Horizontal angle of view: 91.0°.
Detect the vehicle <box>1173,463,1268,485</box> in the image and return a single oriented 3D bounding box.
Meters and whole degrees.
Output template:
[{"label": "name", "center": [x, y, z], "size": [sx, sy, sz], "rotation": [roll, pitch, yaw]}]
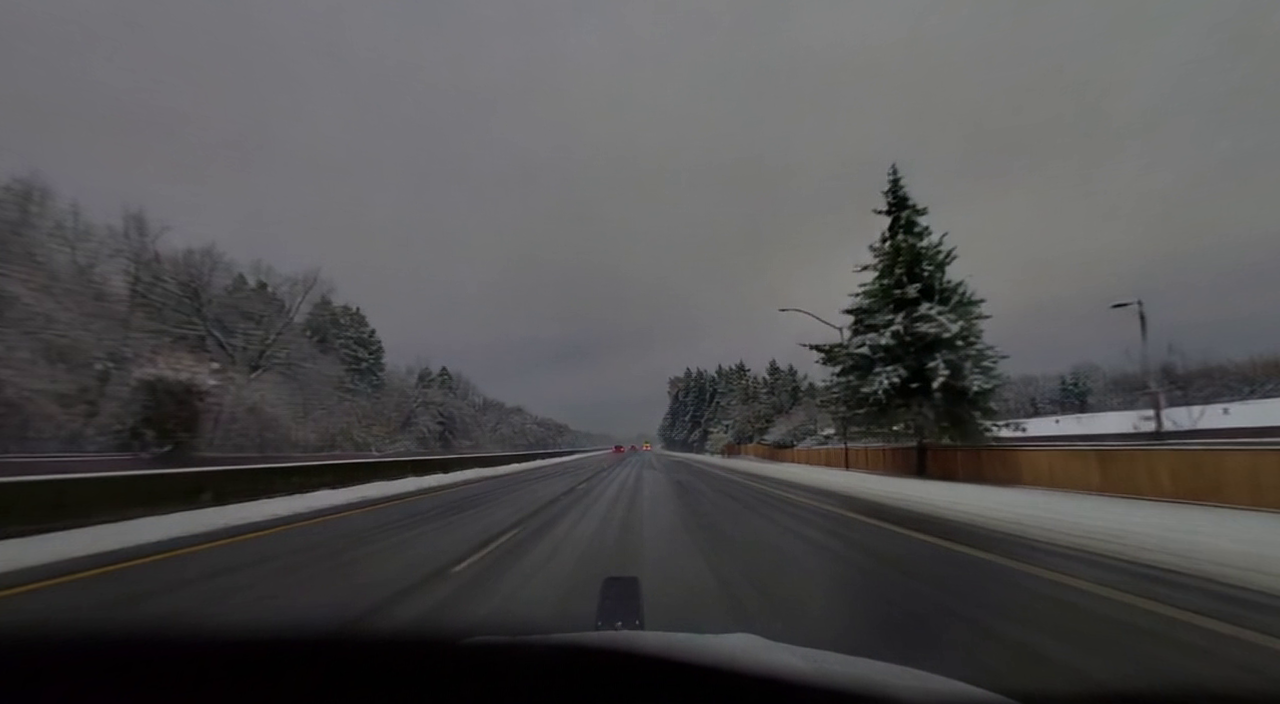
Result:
[{"label": "vehicle", "center": [43.308, 9.117, 47.102], "size": [4.674, 1.526, 1.950], "rotation": [-3, -9, 18]}]
